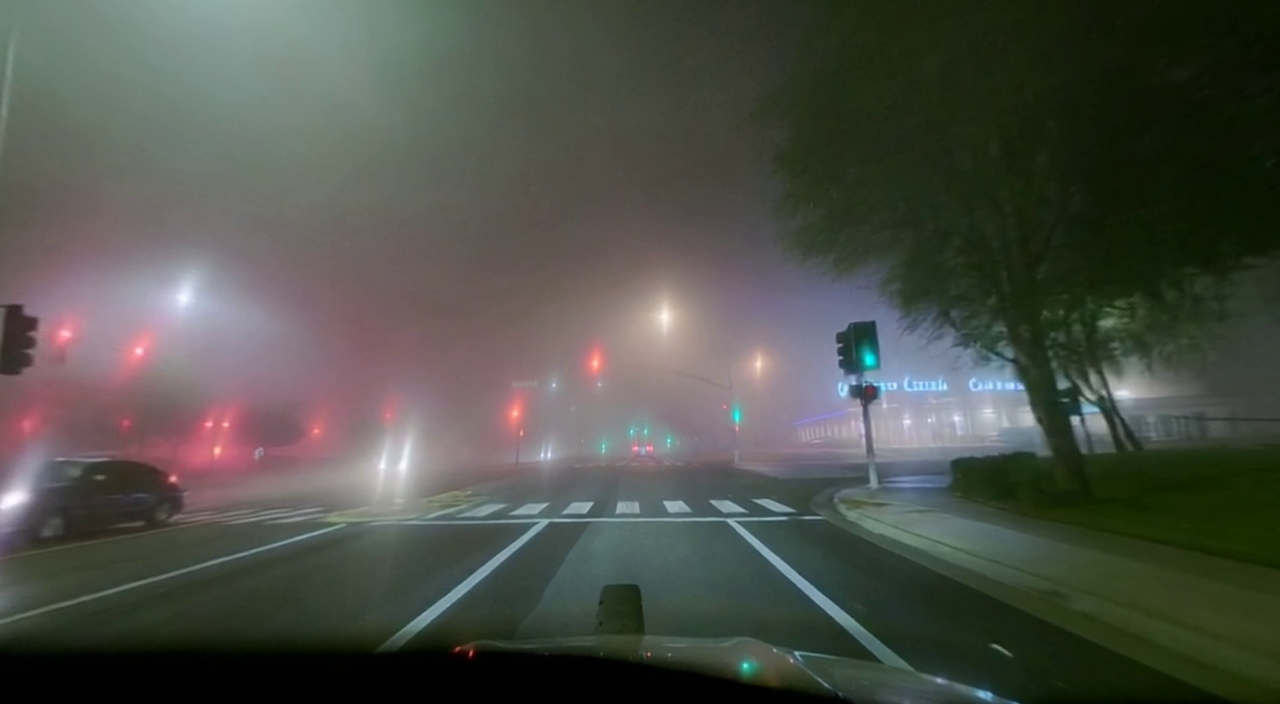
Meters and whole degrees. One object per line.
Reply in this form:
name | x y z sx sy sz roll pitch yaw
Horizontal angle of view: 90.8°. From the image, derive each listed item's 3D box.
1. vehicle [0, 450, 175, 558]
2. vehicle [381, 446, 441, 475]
vehicle | -10.444 2.421 10.435 2.121 1.543 4.349 0 -8 1
vehicle | -15.385 7.287 42.797 2.071 1.800 4.954 -1 -8 2
